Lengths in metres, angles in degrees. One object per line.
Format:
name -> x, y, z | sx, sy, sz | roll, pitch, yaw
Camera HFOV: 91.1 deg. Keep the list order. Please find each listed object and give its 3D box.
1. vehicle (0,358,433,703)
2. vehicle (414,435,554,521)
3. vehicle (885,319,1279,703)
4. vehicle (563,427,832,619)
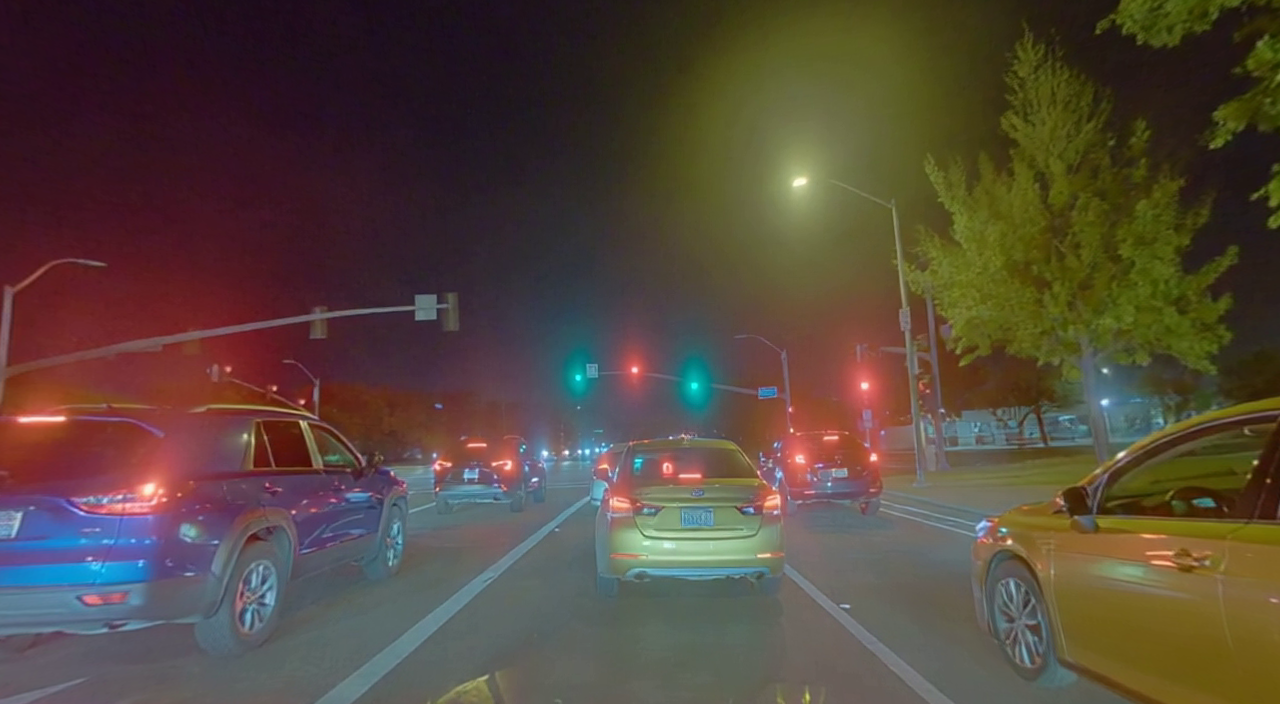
vehicle -> -3.470, 1.222, 5.283 | 1.889, 1.767, 4.289 | 0, -8, 1
vehicle -> -3.079, 2.566, 13.318 | 1.868, 1.516, 4.114 | 0, -8, 0
vehicle -> 3.041, 0.921, 3.051 | 1.880, 1.747, 4.500 | 0, -8, 0
vehicle -> 0.435, 1.606, 6.839 | 2.051, 1.460, 3.932 | 0, -8, 0
